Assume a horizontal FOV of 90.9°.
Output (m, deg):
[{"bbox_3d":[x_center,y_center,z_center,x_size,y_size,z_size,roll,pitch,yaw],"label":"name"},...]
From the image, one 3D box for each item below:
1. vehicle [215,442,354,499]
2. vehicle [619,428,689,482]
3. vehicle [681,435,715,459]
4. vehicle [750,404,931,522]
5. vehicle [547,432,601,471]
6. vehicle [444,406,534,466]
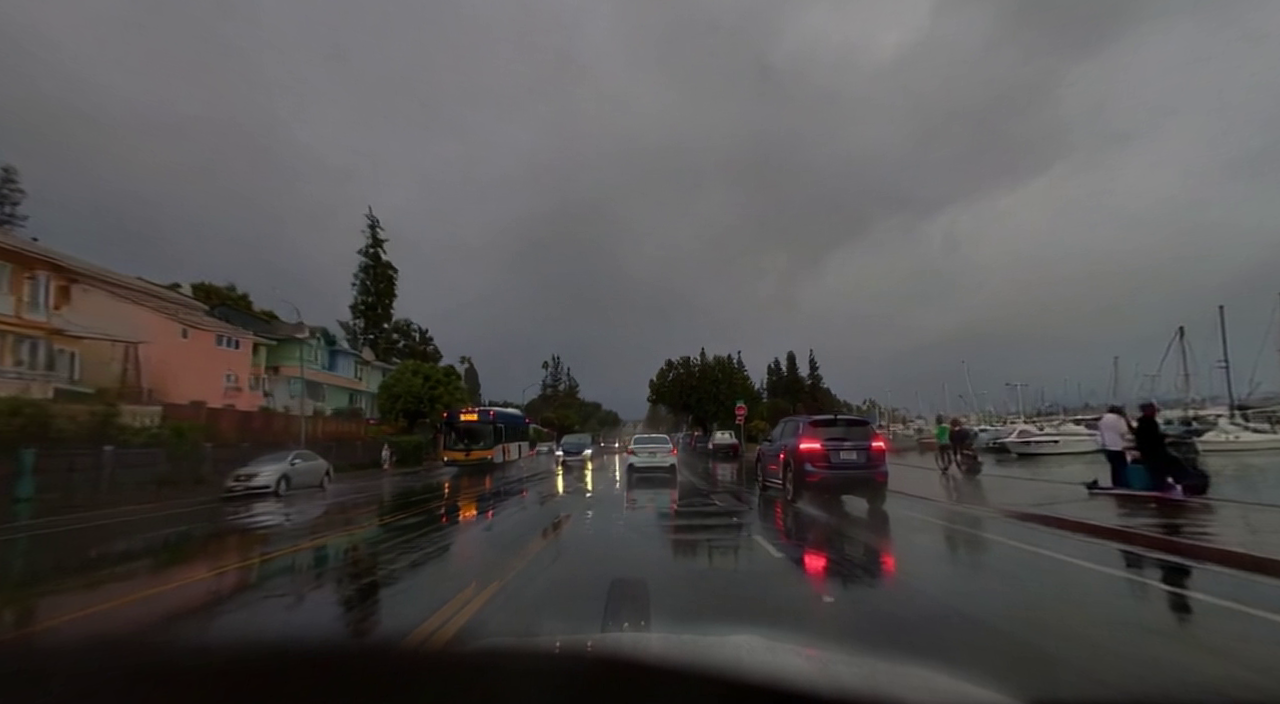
[{"bbox_3d":[-10.394,3.470,18.801,1.731,1.489,3.841,-1,-9,3],"label":"vehicle"},{"bbox_3d":[0.410,3.435,21.166,2.132,1.632,3.838,0,-9,0],"label":"vehicle"},{"bbox_3d":[3.965,6.579,43.655,1.876,1.626,3.851,0,-9,-1],"label":"vehicle"},{"bbox_3d":[3.504,2.050,12.065,2.000,1.809,4.405,0,-9,0],"label":"vehicle"},{"bbox_3d":[-2.953,4.574,29.158,1.929,1.648,4.114,-1,-9,2],"label":"vehicle"},{"bbox_3d":[-9.473,5.531,40.895,2.995,3.421,9.259,-1,-9,3],"label":"vehicle"}]
